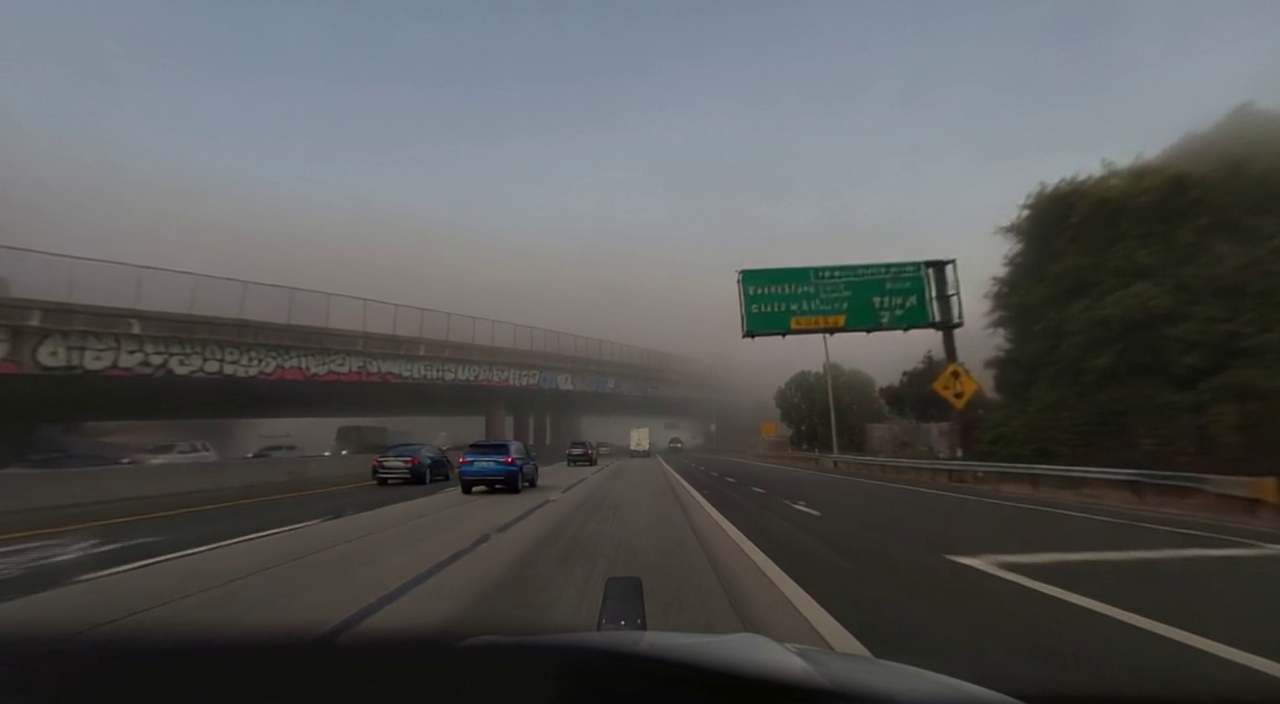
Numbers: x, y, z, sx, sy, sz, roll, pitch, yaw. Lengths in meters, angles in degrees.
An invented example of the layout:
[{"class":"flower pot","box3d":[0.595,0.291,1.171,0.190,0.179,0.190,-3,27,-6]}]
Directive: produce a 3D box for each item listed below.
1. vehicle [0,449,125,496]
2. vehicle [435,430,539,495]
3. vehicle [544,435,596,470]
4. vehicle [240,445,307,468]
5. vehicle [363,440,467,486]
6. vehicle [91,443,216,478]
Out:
[{"class":"vehicle","box3d":[-20.634,4.126,21.977,1.749,1.441,3.952,0,-8,1]},{"class":"vehicle","box3d":[-4.275,3.144,18.221,1.969,1.633,3.962,0,-8,1]},{"class":"vehicle","box3d":[-3.560,5.256,32.916,2.154,1.693,4.394,0,-8,1]},{"class":"vehicle","box3d":[-27.418,7.840,47.153,2.039,1.597,4.846,0,-8,0]},{"class":"vehicle","box3d":[-7.844,3.899,22.444,1.917,1.449,4.727,0,-8,0]},{"class":"vehicle","box3d":[-24.069,5.344,31.398,1.969,1.580,5.258,0,-8,1]}]
